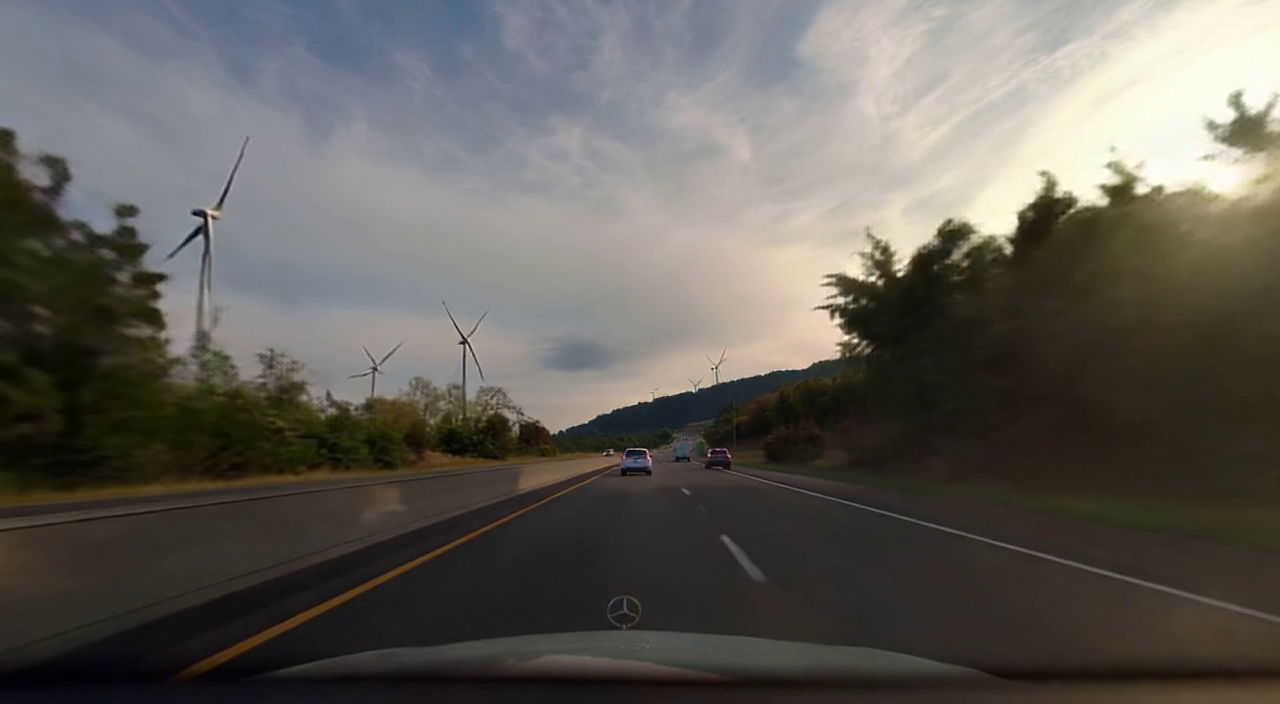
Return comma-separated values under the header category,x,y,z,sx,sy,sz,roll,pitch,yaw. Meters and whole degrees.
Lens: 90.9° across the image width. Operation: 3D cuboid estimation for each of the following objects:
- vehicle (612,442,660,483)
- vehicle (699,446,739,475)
category,x,y,z,sx,sy,sz,roll,pitch,yaw
vehicle,-0.168,5.041,29.065,2.038,1.723,4.150,0,-9,0
vehicle,4.970,6.846,40.063,2.040,1.721,4.507,0,-9,1
